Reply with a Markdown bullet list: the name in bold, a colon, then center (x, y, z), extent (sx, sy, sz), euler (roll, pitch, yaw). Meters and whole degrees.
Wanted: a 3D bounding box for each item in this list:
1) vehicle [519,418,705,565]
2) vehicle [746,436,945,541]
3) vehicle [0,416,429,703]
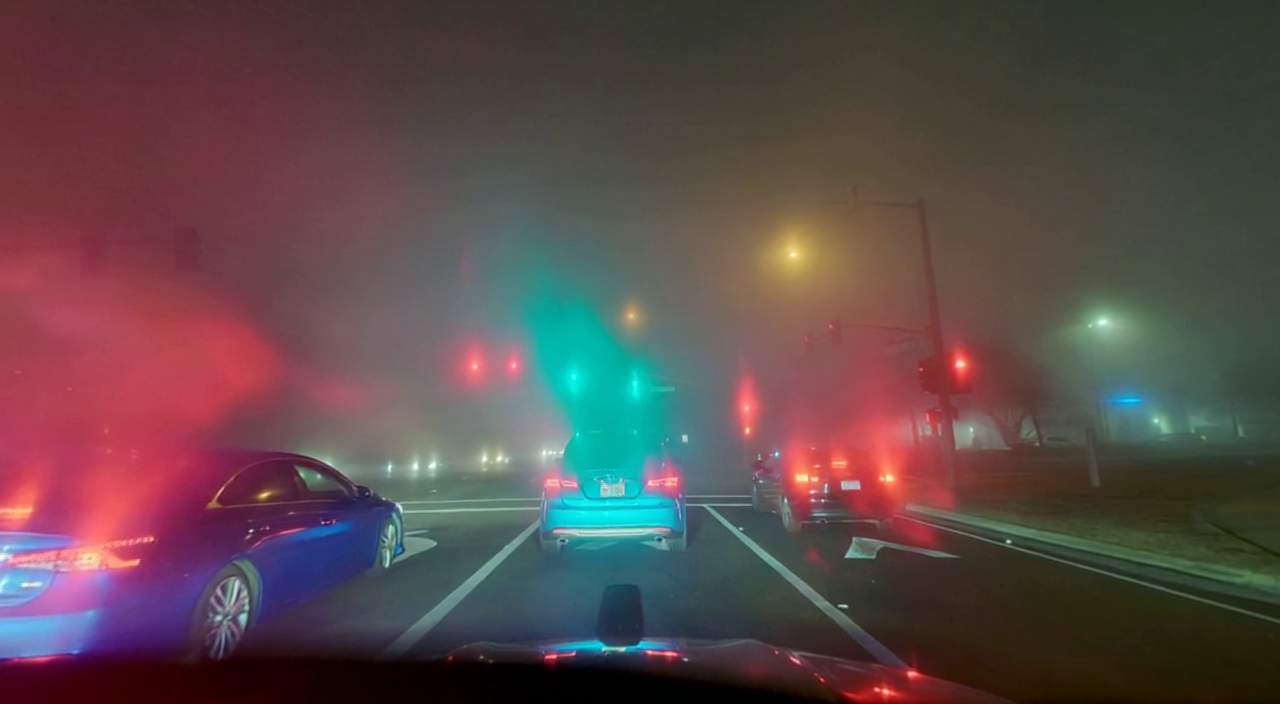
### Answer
- **vehicle**: center (-0.345, 1.826, 8.962), extent (2.038, 1.599, 3.844), euler (0, -8, -1)
- **vehicle**: center (3.274, 2.255, 11.160), extent (1.970, 1.449, 4.433), euler (0, -8, -1)
- **vehicle**: center (-3.577, 1.387, 5.336), extent (2.052, 1.472, 4.479), euler (0, -8, 0)
